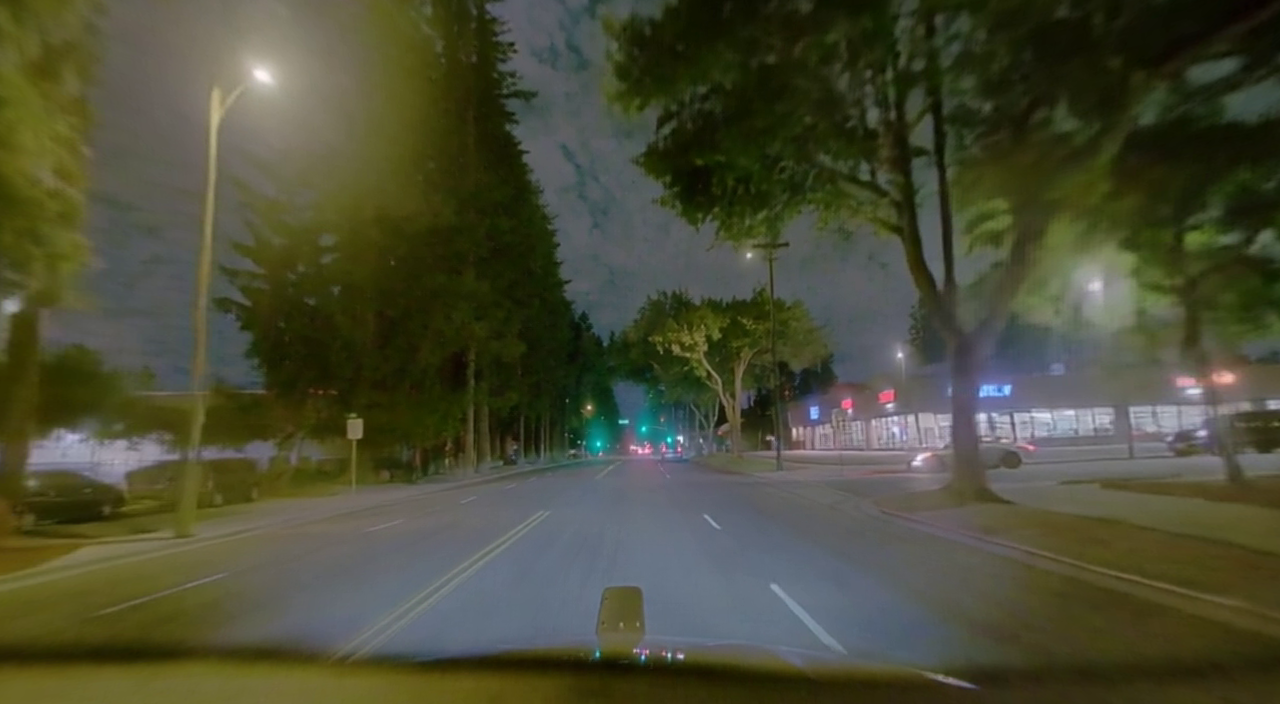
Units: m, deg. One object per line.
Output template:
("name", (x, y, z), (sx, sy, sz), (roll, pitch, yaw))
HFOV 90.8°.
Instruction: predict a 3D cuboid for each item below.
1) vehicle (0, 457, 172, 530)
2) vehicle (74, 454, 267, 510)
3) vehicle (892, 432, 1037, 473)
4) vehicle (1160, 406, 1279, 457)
("vehicle", (-15.309, 3.628, 16.445), (4.579, 1.701, 2.033), (0, -9, 1))
("vehicle", (-15.952, 4.413, 21.708), (4.870, 1.762, 2.152), (0, -9, 0))
("vehicle", (12.116, 3.790, 23.871), (4.404, 1.445, 1.844), (-1, -9, 7))
("vehicle", (25.110, 3.245, 25.947), (5.444, 1.901, 2.250), (-2, -9, -2))
